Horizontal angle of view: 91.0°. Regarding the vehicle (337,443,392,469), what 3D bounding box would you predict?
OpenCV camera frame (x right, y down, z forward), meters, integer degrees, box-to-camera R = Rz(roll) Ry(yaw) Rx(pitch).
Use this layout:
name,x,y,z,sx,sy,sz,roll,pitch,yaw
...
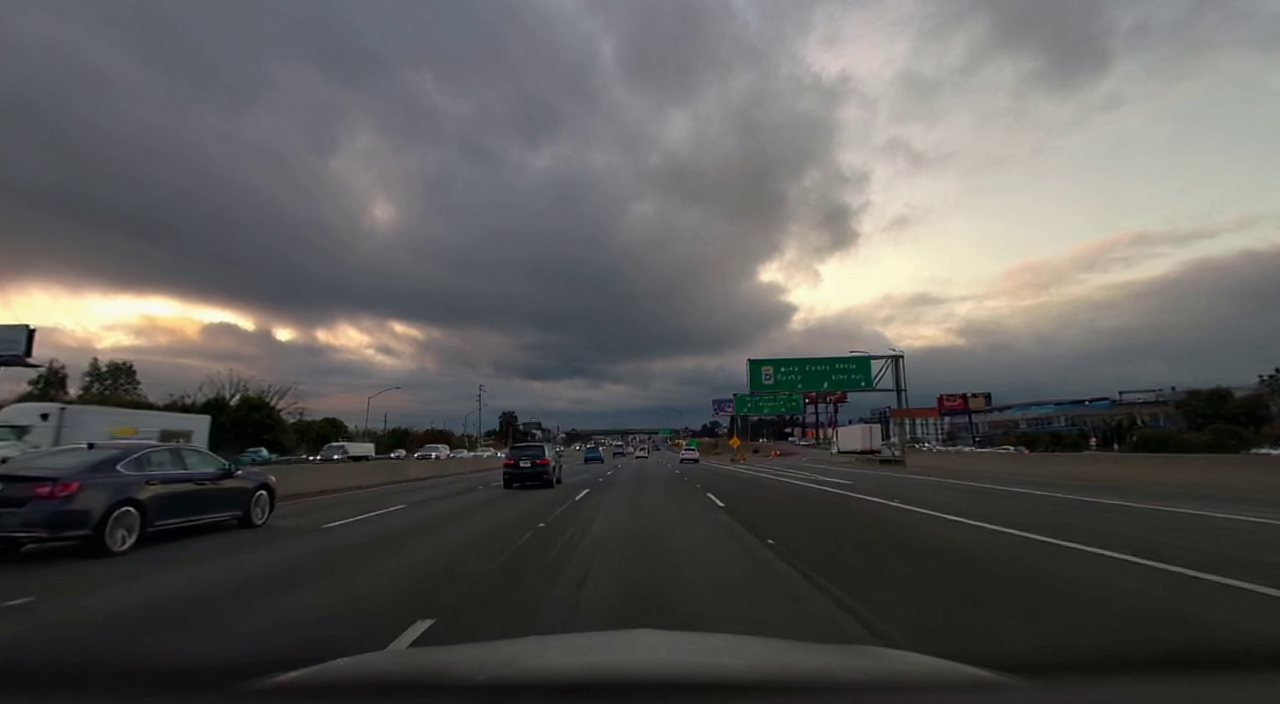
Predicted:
name,x,y,z,sx,sy,sz,roll,pitch,yaw
vehicle,-19.804,7.487,45.480,1.942,1.727,4.424,0,-9,1

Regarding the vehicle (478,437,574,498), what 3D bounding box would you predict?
name,x,y,z,sx,sy,sz,roll,pitch,yaw
vehicle,-3.218,3.366,18.667,2.001,1.577,4.055,0,-9,1

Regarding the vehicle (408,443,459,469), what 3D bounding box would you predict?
name,x,y,z,sx,sy,sz,roll,pitch,yaw
vehicle,-14.991,7.560,46.055,1.964,1.774,5.052,0,-9,0

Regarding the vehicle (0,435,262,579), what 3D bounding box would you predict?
name,x,y,z,sx,sy,sz,roll,pitch,yaw
vehicle,-7.270,1.942,8.624,1.865,1.518,3.620,0,-9,0

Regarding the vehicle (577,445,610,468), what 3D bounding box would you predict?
name,x,y,z,sx,sy,sz,roll,pitch,yaw
vehicle,-3.244,7.359,44.484,1.960,1.494,4.123,0,-9,1
